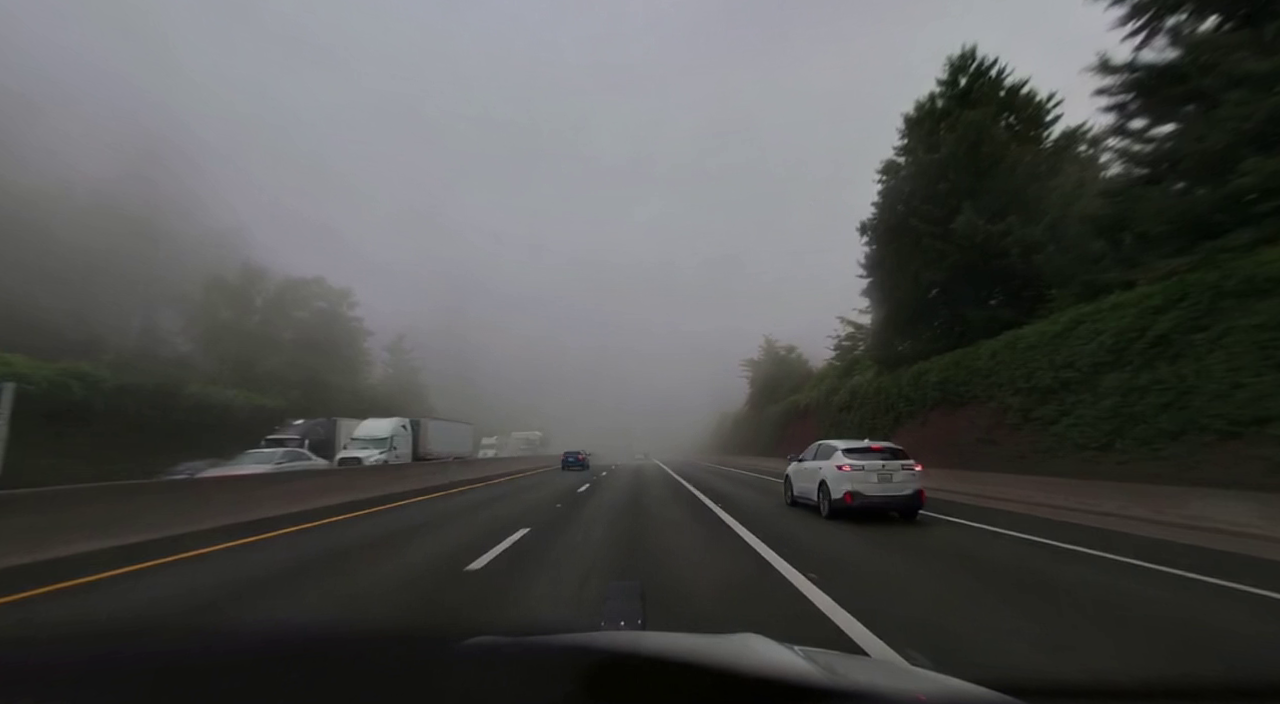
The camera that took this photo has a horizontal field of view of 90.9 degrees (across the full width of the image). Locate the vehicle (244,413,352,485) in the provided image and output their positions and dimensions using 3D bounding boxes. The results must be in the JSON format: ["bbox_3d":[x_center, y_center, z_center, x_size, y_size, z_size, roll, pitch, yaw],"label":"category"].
[{"bbox_3d":[-20.039,5.727,37.418,3.024,3.899,5.896,0,-9,-1],"label":"vehicle"}]

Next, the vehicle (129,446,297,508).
[{"bbox_3d":[-12.049,3.528,18.202,1.965,1.557,4.069,0,-9,0],"label":"vehicle"}]

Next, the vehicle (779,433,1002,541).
[{"bbox_3d":[4.008,2.238,11.094,2.053,1.504,4.386,0,-9,-1],"label":"vehicle"}]

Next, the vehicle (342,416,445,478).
[{"bbox_3d":[-15.767,6.220,41.325,3.010,3.579,9.290,0,-9,0],"label":"vehicle"}]

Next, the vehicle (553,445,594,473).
[{"bbox_3d":[-3.785,6.181,36.513,1.978,1.539,3.924,0,-9,0],"label":"vehicle"}]
